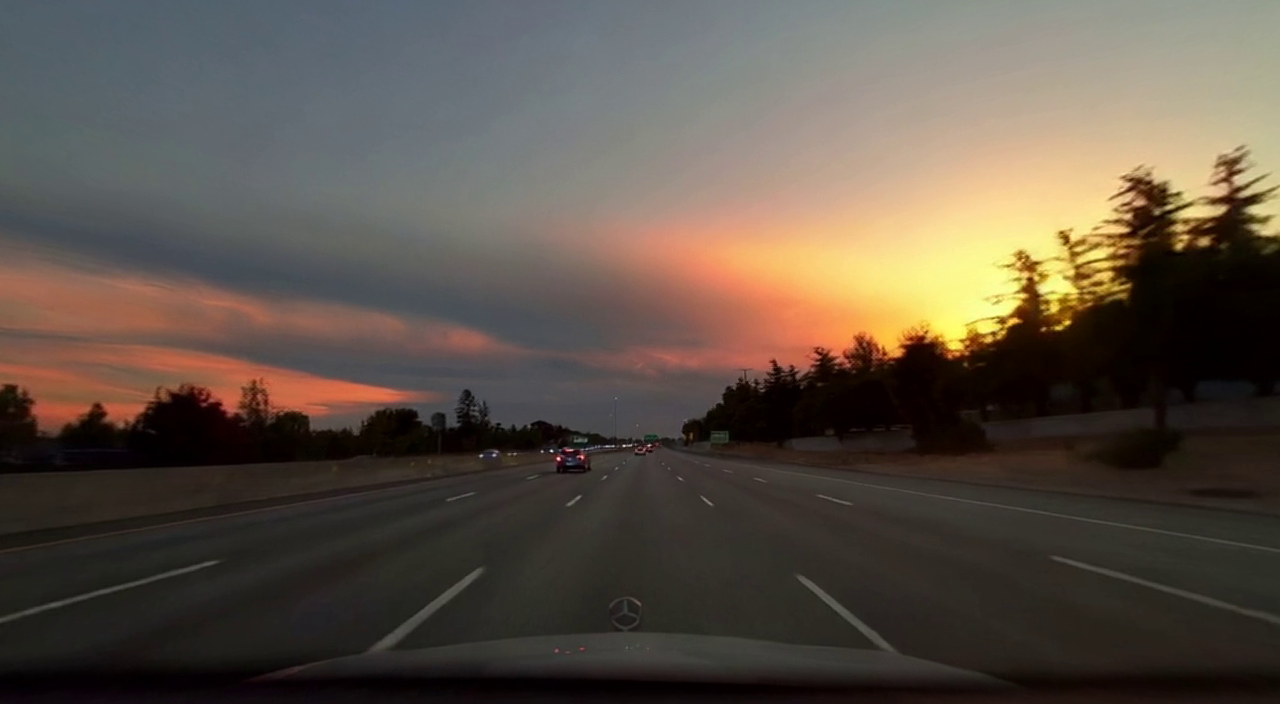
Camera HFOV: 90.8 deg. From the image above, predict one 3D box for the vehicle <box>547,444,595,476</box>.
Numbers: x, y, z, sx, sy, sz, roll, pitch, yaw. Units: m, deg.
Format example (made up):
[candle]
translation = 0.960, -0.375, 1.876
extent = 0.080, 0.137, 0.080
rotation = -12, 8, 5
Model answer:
[vehicle]
translation = -3.521, 5.642, 33.063
extent = 1.979, 1.521, 4.147
rotation = 0, -9, 1
